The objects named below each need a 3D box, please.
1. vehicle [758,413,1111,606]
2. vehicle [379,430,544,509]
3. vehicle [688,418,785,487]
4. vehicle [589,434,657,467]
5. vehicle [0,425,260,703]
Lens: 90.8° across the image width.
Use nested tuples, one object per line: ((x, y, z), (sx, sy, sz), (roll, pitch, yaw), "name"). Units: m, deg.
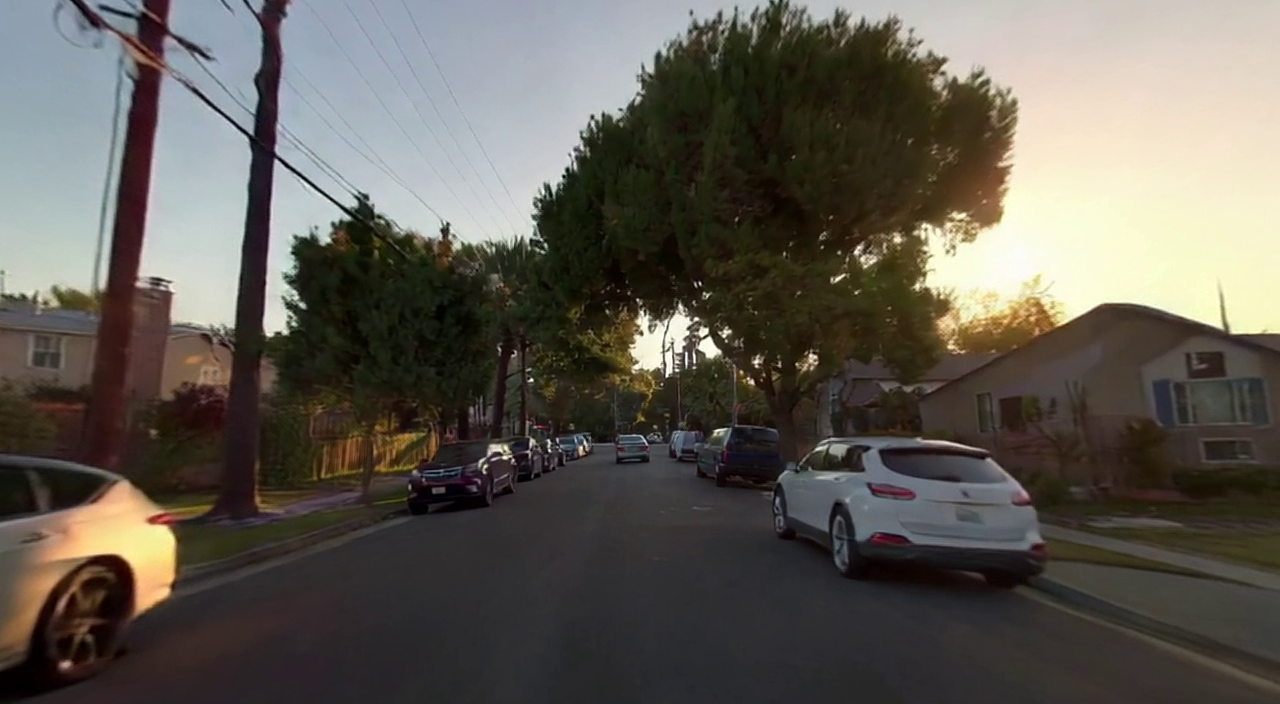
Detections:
((2.935, 1.681, 7.749), (2.060, 1.614, 4.652), (0, -8, 0), "vehicle")
((-3.935, 2.716, 15.168), (2.130, 1.543, 5.386), (-1, -8, 3), "vehicle")
((2.991, 3.292, 20.991), (2.292, 1.981, 5.277), (0, -8, -1), "vehicle")
((-0.960, 4.886, 31.490), (2.081, 1.483, 4.599), (3, -9, -19), "vehicle")
((-4.135, 1.097, 2.789), (1.769, 1.551, 5.040), (0, -8, 0), "vehicle")
